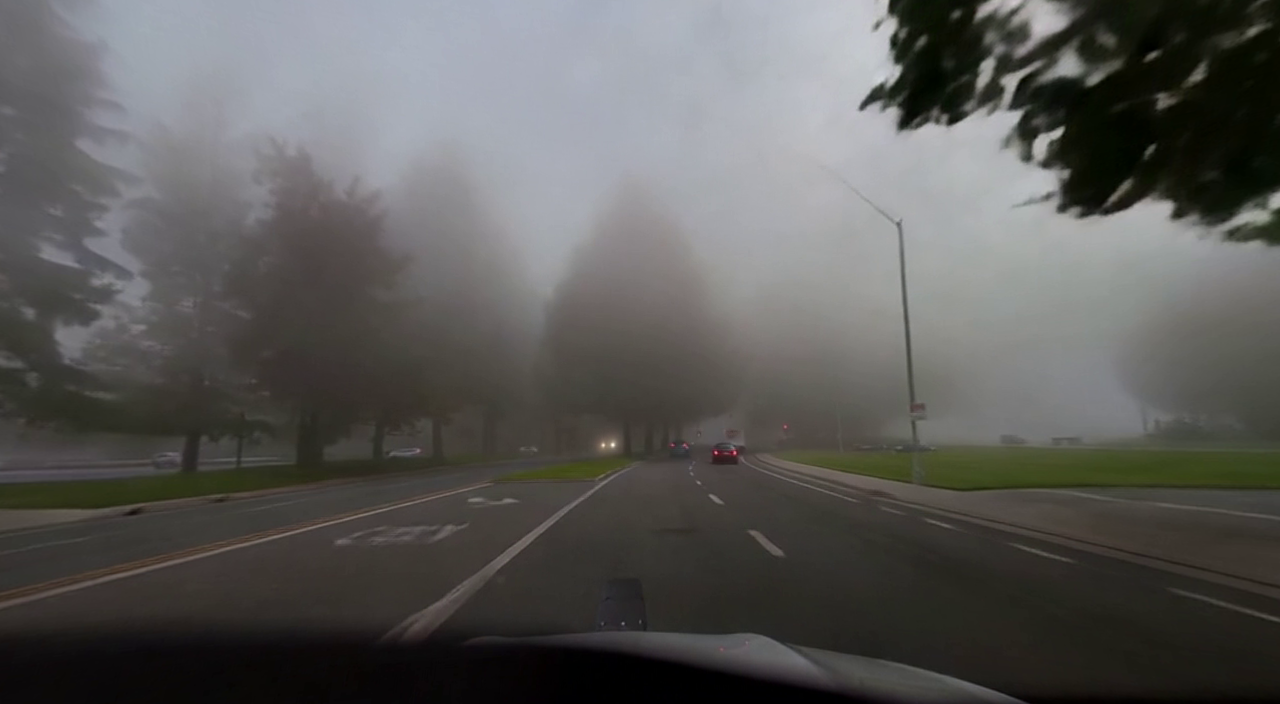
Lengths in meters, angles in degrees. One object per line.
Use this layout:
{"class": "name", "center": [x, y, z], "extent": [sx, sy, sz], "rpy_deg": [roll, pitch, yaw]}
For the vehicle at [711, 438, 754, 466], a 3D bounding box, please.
{"class": "vehicle", "center": [5.291, 5.788, 36.506], "extent": [1.989, 1.497, 4.436], "rpy_deg": [-1, -9, 3]}
